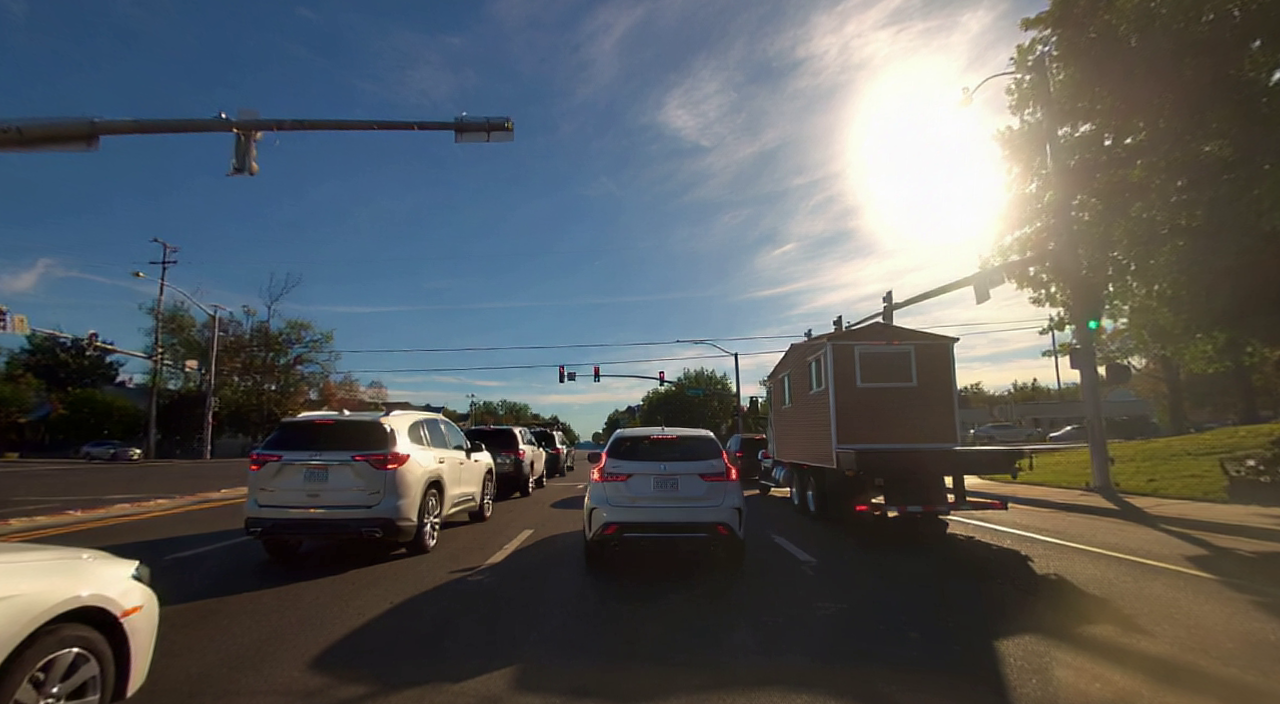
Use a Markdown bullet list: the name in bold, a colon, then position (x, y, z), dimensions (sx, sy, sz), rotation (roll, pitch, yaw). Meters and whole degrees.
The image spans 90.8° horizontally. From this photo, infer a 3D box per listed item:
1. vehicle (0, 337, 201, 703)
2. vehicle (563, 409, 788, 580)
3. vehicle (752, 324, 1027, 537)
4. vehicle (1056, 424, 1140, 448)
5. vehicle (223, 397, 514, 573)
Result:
- **vehicle**: position (-3.427, 0.665, 1.412), dimensions (1.952, 1.730, 4.116), rotation (0, -9, -1)
- **vehicle**: position (0.355, 1.706, 8.316), dimensions (2.189, 1.649, 4.171), rotation (0, -9, 0)
- **vehicle**: position (3.690, 1.404, 11.007), dimensions (2.531, 2.750, 5.595), rotation (0, -9, 1)
- **vehicle**: position (33.157, 6.141, 45.888), dimensions (4.671, 1.595, 1.824), rotation (-6, -10, 31)
- **vehicle**: position (-3.267, 1.715, 8.836), dimensions (2.085, 1.812, 4.388), rotation (0, -9, 0)
